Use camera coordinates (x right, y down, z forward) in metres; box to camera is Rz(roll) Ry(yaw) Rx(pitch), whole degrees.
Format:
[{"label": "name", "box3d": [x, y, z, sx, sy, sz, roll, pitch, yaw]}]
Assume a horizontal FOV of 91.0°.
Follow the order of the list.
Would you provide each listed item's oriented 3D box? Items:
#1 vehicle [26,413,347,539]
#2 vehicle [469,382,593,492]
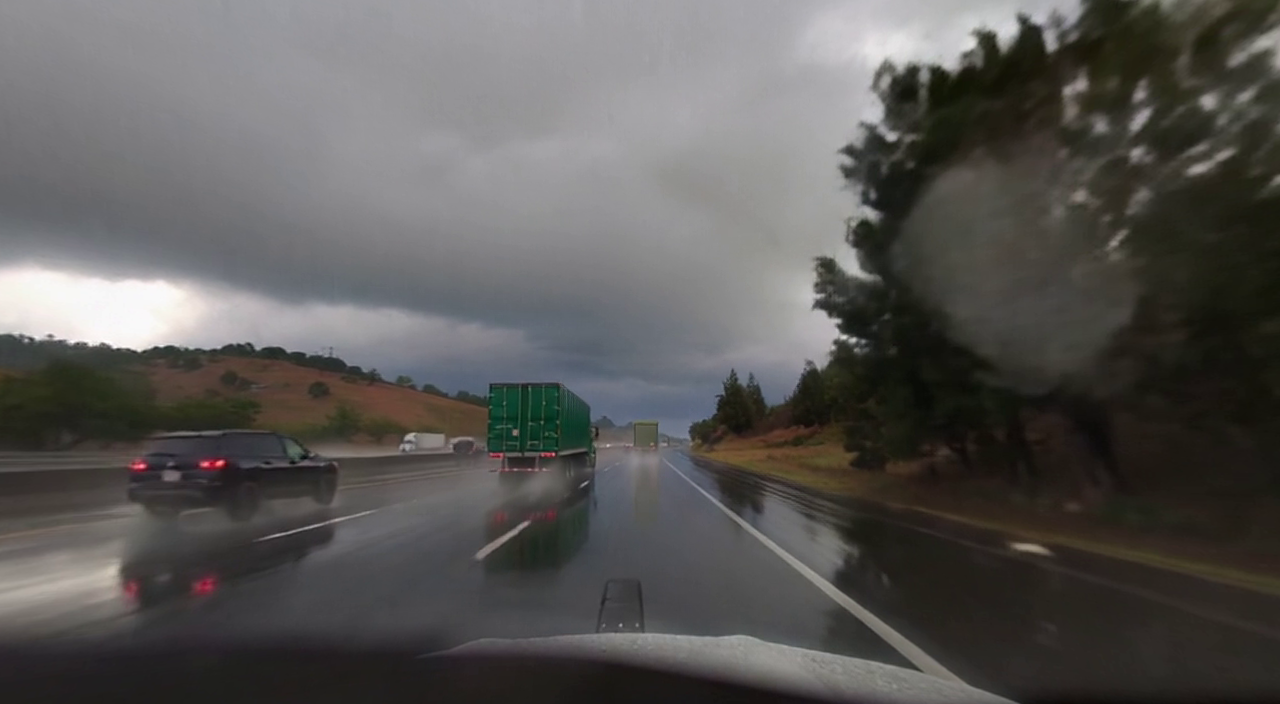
[{"label": "vehicle", "box3d": [-7.466, 2.096, 11.224, 2.125, 1.725, 4.715, 0, -9, 1]}, {"label": "vehicle", "box3d": [-3.689, 3.368, 24.502, 2.789, 3.271, 10.894, 0, -9, 1]}]
